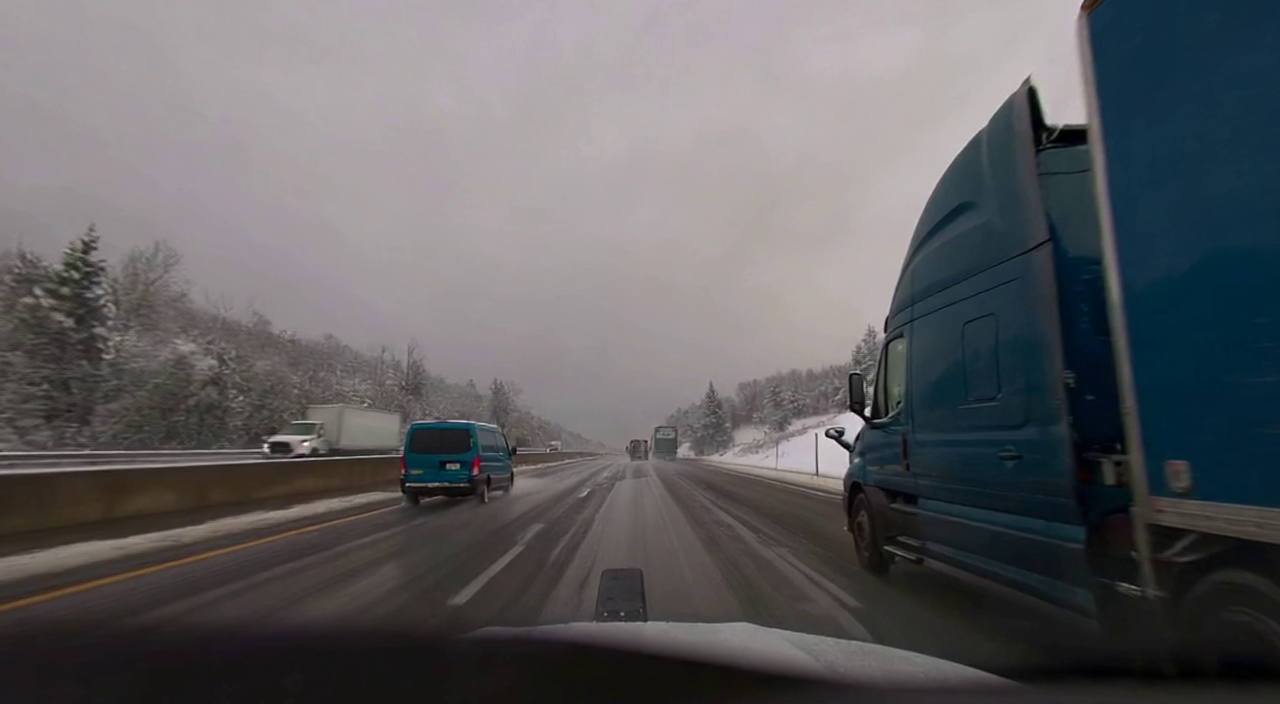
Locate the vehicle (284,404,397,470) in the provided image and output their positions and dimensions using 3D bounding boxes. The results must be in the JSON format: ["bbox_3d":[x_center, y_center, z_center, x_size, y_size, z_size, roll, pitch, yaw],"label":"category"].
[{"bbox_3d":[-18.911,5.590,40.703,2.879,3.766,8.952,0,-9,0],"label":"vehicle"}]

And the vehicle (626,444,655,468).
[{"bbox_3d":[-0.007,8.109,49.377,2.166,1.747,4.299,0,-9,0],"label":"vehicle"}]

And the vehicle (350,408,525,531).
[{"bbox_3d":[-3.770,2.308,12.801,1.955,2.004,4.792,0,-9,0],"label":"vehicle"}]
